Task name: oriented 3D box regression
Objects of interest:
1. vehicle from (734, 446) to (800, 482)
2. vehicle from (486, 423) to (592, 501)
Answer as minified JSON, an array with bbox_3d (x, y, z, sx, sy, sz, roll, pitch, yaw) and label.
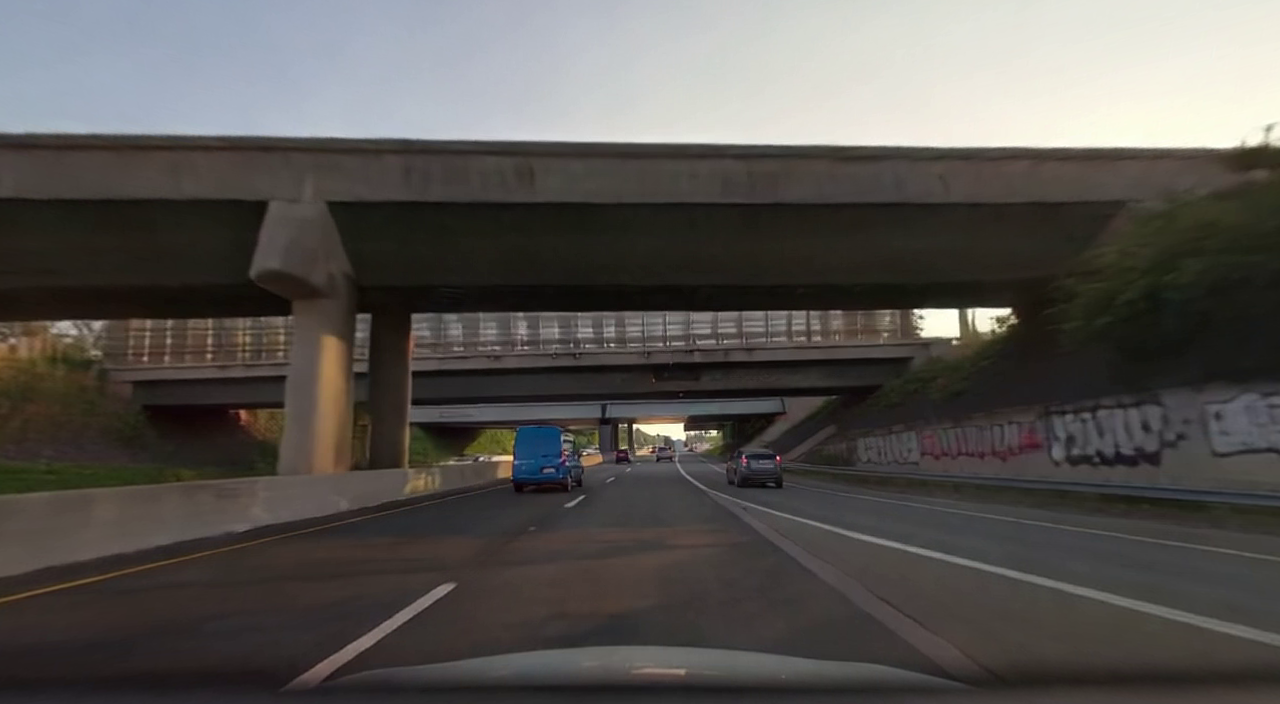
[{"bbox_3d":[5.815,5.186,29.593,1.972,1.492,4.623,0,-9,-2],"label":"vehicle"},{"bbox_3d":[-2.866,3.292,19.315,2.310,2.030,5.094,0,-8,1],"label":"vehicle"}]
